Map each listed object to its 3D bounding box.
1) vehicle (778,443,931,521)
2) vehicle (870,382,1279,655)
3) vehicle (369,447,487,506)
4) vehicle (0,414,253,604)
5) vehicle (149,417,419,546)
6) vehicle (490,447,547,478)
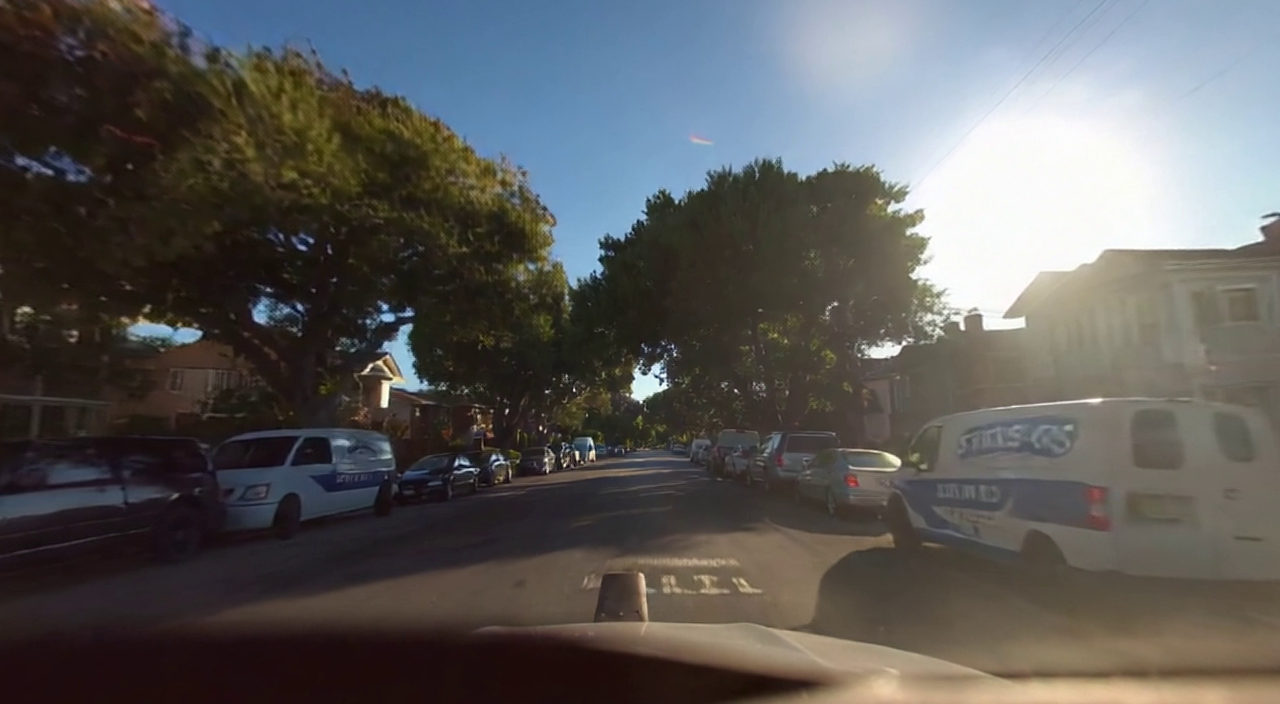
[{"bbox_3d":[4.520,2.781,14.142,1.811,1.439,4.521,0,-9,-1],"label":"vehicle"},{"bbox_3d":[4.402,1.492,6.862,1.985,1.819,5.163,0,-9,2],"label":"vehicle"},{"bbox_3d":[-6.291,3.706,19.416,1.840,1.476,4.739,-2,-8,3],"label":"vehicle"},{"bbox_3d":[-7.017,1.717,7.171,1.891,1.780,5.240,-3,-9,1],"label":"vehicle"},{"bbox_3d":[-6.724,2.480,13.042,2.085,1.997,5.755,-2,-8,2],"label":"vehicle"},{"bbox_3d":[-6.240,5.738,33.068,1.869,1.467,4.921,0,-9,2],"label":"vehicle"}]
